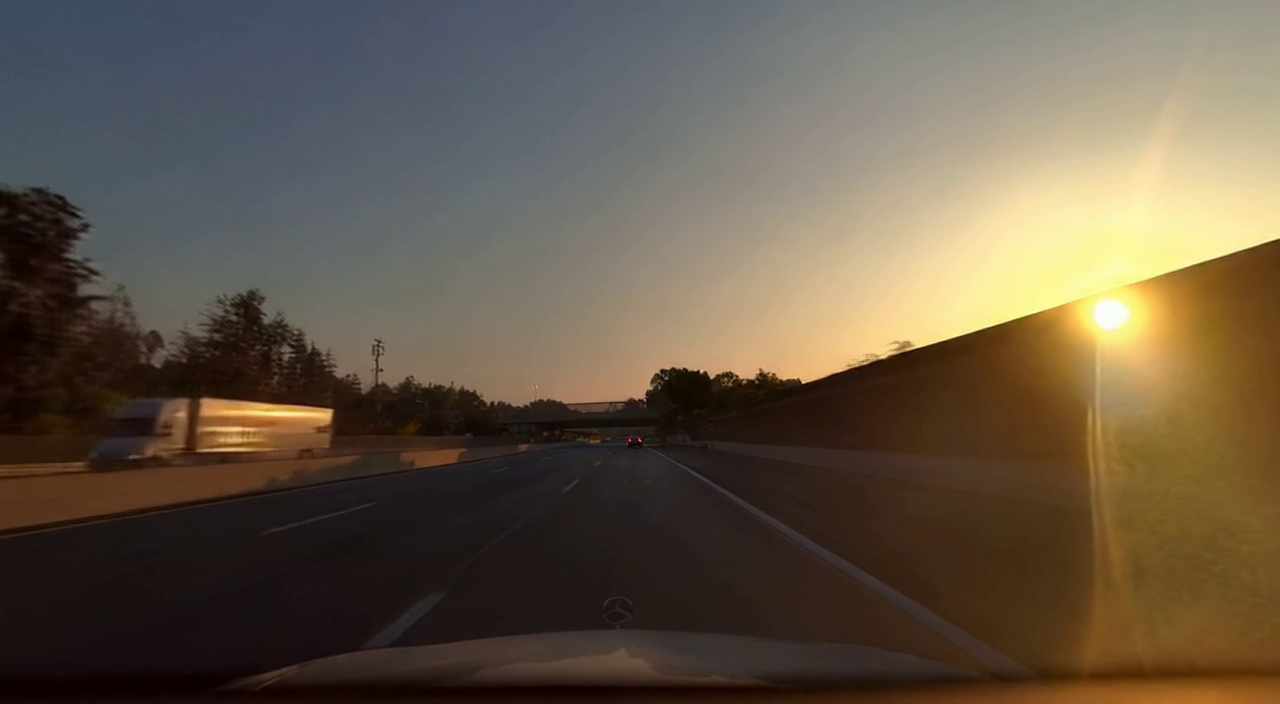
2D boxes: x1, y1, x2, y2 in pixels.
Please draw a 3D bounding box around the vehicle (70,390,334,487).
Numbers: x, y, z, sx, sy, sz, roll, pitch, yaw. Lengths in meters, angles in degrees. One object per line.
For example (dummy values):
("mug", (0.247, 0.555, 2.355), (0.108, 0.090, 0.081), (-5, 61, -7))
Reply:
("vehicle", (-22.844, 4.832, 35.317), (3.192, 4.094, 16.559), (0, -8, -1))
